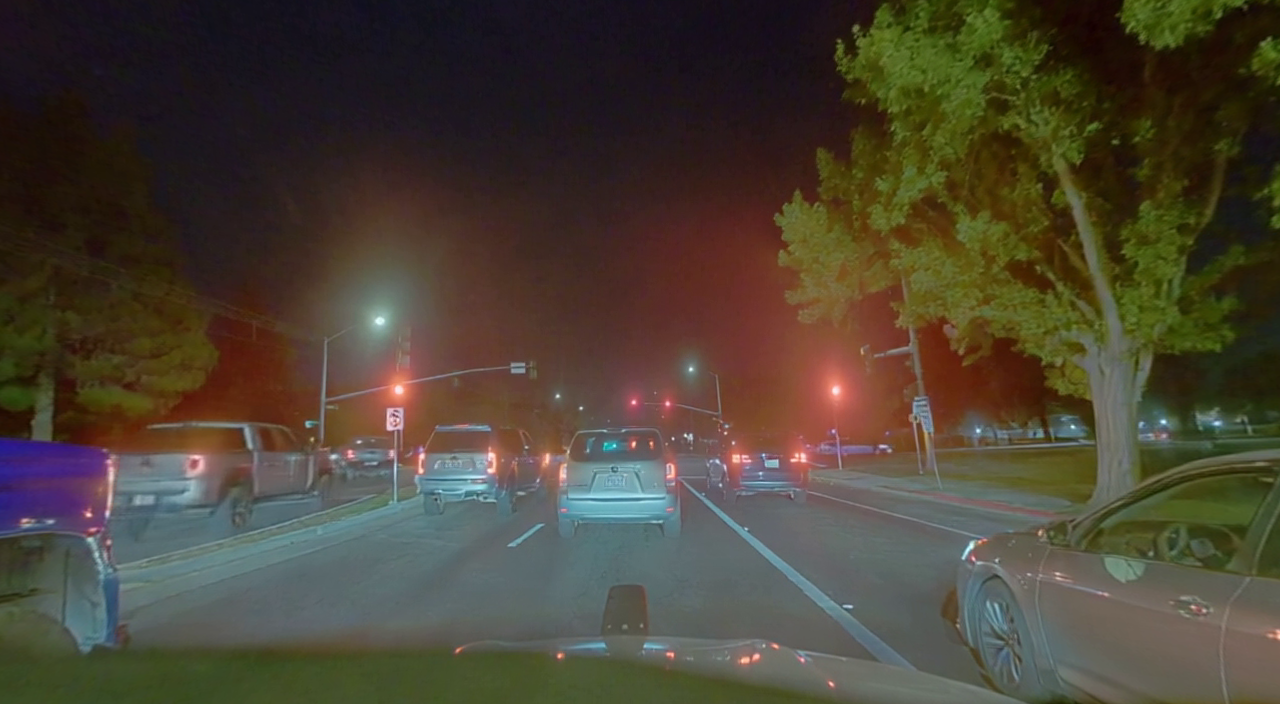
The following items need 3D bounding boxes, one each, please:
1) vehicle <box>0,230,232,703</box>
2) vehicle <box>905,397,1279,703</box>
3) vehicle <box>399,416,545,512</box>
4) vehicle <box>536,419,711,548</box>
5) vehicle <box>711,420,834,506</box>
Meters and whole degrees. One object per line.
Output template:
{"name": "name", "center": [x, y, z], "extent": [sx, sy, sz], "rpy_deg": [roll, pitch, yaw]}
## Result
{"name": "vehicle", "center": [-3.484, 0.350, 0.317], "extent": [2.656, 2.021, 5.800], "rpy_deg": [0, -8, 0]}
{"name": "vehicle", "center": [3.017, 0.960, 2.516], "extent": [1.874, 1.477, 4.698], "rpy_deg": [0, -8, 0]}
{"name": "vehicle", "center": [-3.632, 2.521, 14.652], "extent": [2.089, 1.857, 4.488], "rpy_deg": [0, -8, 1]}
{"name": "vehicle", "center": [-0.219, 1.936, 9.872], "extent": [2.194, 1.607, 3.690], "rpy_deg": [0, -8, 0]}
{"name": "vehicle", "center": [3.133, 2.749, 16.011], "extent": [2.102, 1.841, 4.587], "rpy_deg": [0, -8, 0]}
